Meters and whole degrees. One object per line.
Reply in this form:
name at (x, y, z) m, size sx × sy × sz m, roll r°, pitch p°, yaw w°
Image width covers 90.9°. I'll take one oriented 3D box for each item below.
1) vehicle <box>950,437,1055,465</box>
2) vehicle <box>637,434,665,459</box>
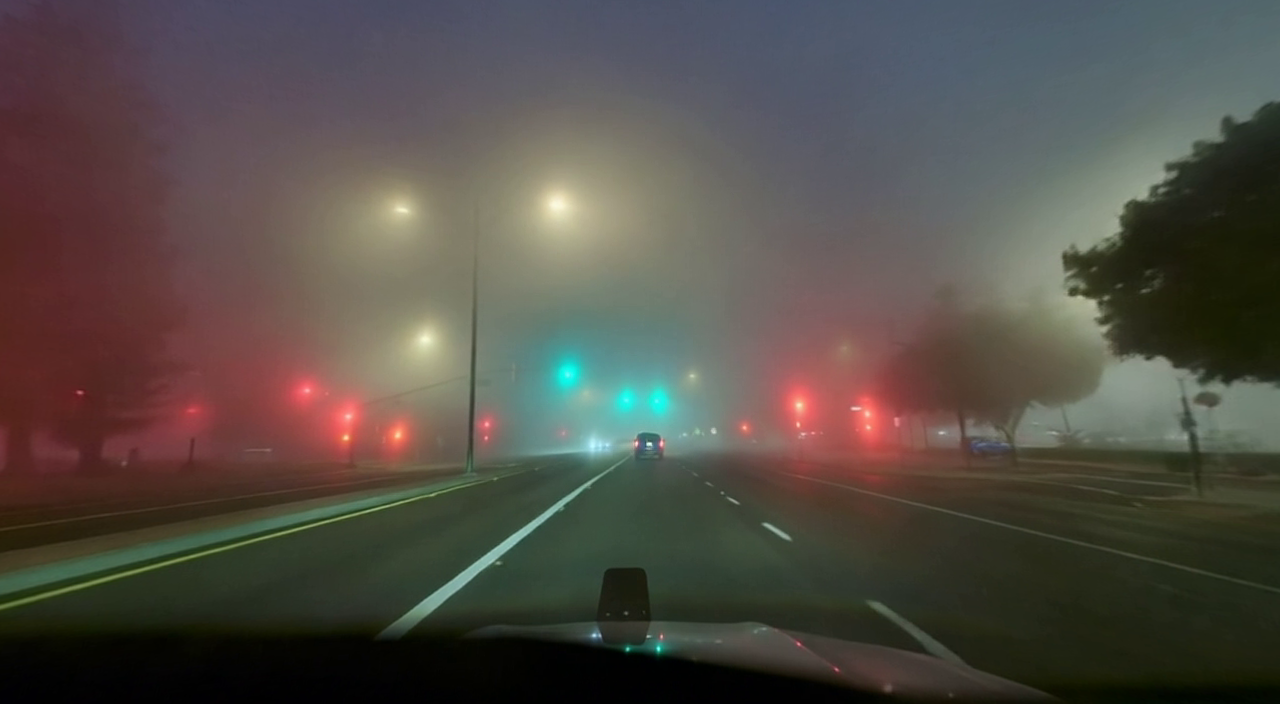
vehicle at (19.884, 5.438, 34.683) m, size 4.479 × 1.488 × 2.038 m, roll 0°, pitch -8°, yaw -1°
vehicle at (0.849, 7.050, 47.195) m, size 1.994 × 1.759 × 4.186 m, roll 0°, pitch -8°, yaw 2°
